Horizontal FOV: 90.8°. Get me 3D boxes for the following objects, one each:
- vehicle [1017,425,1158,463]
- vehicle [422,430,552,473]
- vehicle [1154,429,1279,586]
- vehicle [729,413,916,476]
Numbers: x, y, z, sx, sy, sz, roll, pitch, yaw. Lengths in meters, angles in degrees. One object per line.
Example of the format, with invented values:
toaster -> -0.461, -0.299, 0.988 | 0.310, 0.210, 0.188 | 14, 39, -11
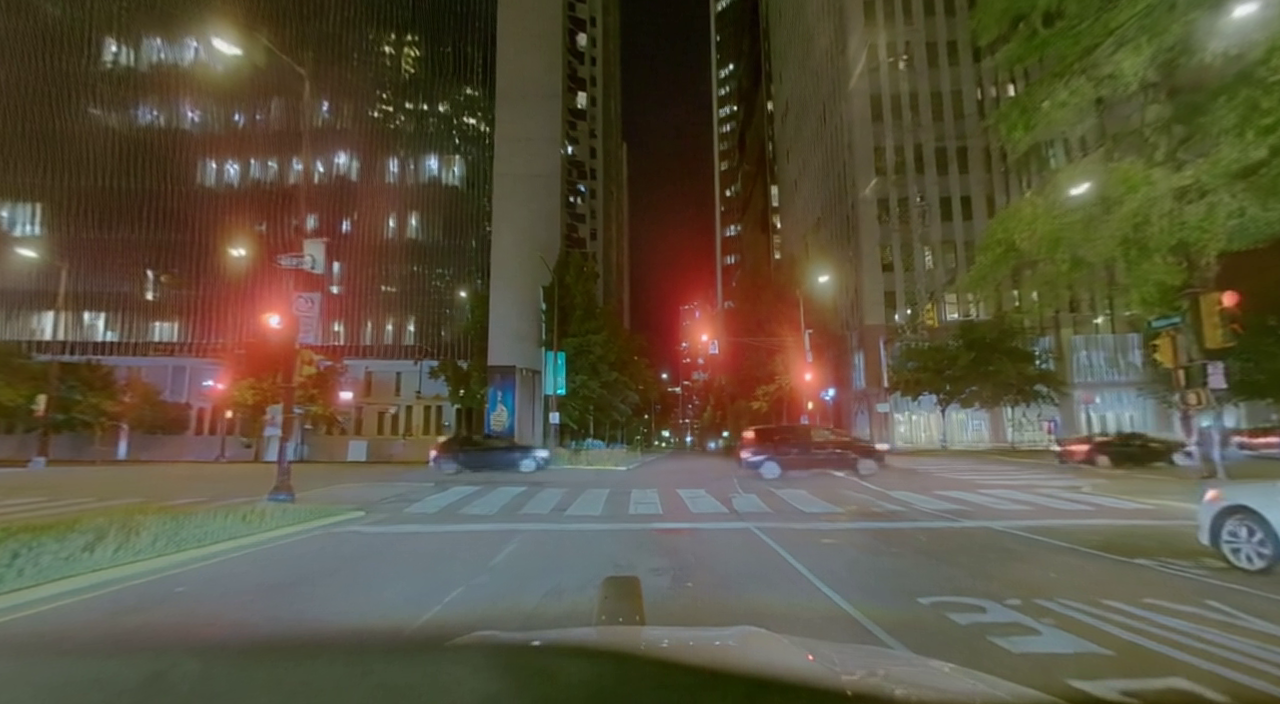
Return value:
vehicle -> 18.318, 3.770, 25.970 | 4.503, 1.475, 1.789 | 0, -9, -5
vehicle -> -5.614, 3.704, 23.642 | 4.482, 1.492, 1.805 | 0, -9, -5
vehicle -> 7.126, 1.323, 4.975 | 1.936, 1.489, 4.885 | 0, -8, -2
vehicle -> 6.074, 3.141, 21.553 | 5.659, 1.967, 2.149 | 0, -8, -5
